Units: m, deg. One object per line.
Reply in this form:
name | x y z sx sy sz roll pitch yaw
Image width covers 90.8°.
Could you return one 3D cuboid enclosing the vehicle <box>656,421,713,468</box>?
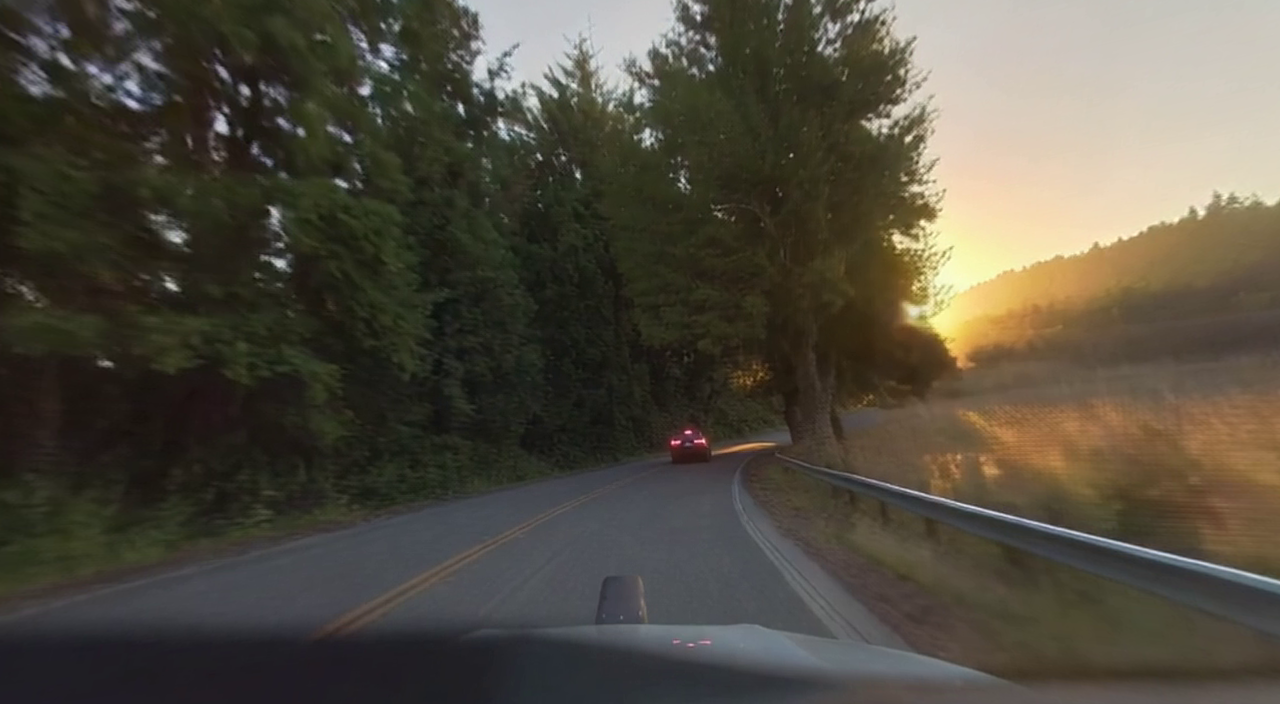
vehicle | 2.328 4.646 31.656 2.469 1.953 5.605 -6 -9 5
